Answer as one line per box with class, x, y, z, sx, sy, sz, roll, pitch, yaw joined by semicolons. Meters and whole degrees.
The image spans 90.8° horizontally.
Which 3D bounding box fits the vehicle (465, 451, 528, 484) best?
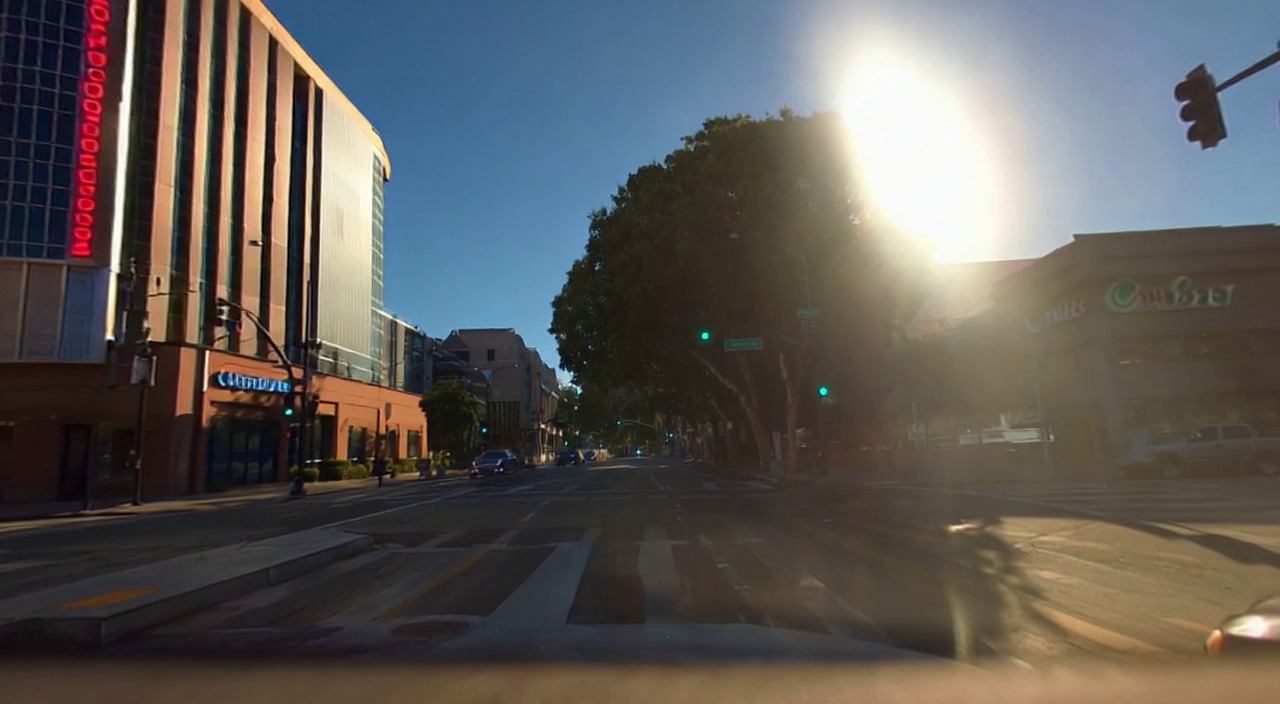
vehicle;-7.033;5.674;31.355;1.893;1.451;4.276;-1;-9;3
